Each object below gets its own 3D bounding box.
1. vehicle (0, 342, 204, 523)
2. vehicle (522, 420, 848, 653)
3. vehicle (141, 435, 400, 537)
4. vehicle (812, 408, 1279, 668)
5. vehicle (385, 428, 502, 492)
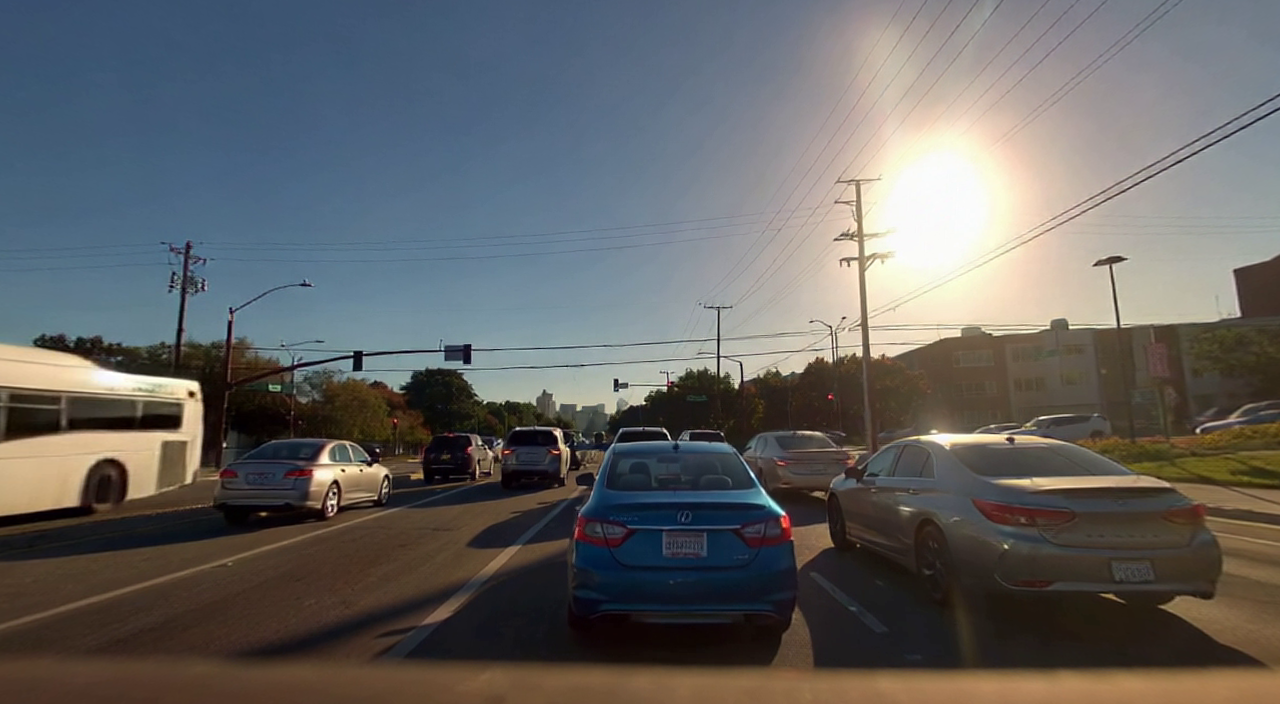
[{"bbox_3d":[-13.806,1.435,11.227,3.005,3.443,12.583,-1,-8,1],"label":"vehicle"},{"bbox_3d":[0.289,1.493,6.155,2.109,1.483,3.964,0,-8,0],"label":"vehicle"},{"bbox_3d":[-6.394,2.335,11.748,1.955,1.497,4.639,-1,-8,1],"label":"vehicle"},{"bbox_3d":[3.140,1.407,5.877,1.870,1.523,4.096,0,-8,0],"label":"vehicle"},{"bbox_3d":[-6.255,3.514,20.894,2.070,1.824,5.196,-1,-8,2],"label":"vehicle"}]
